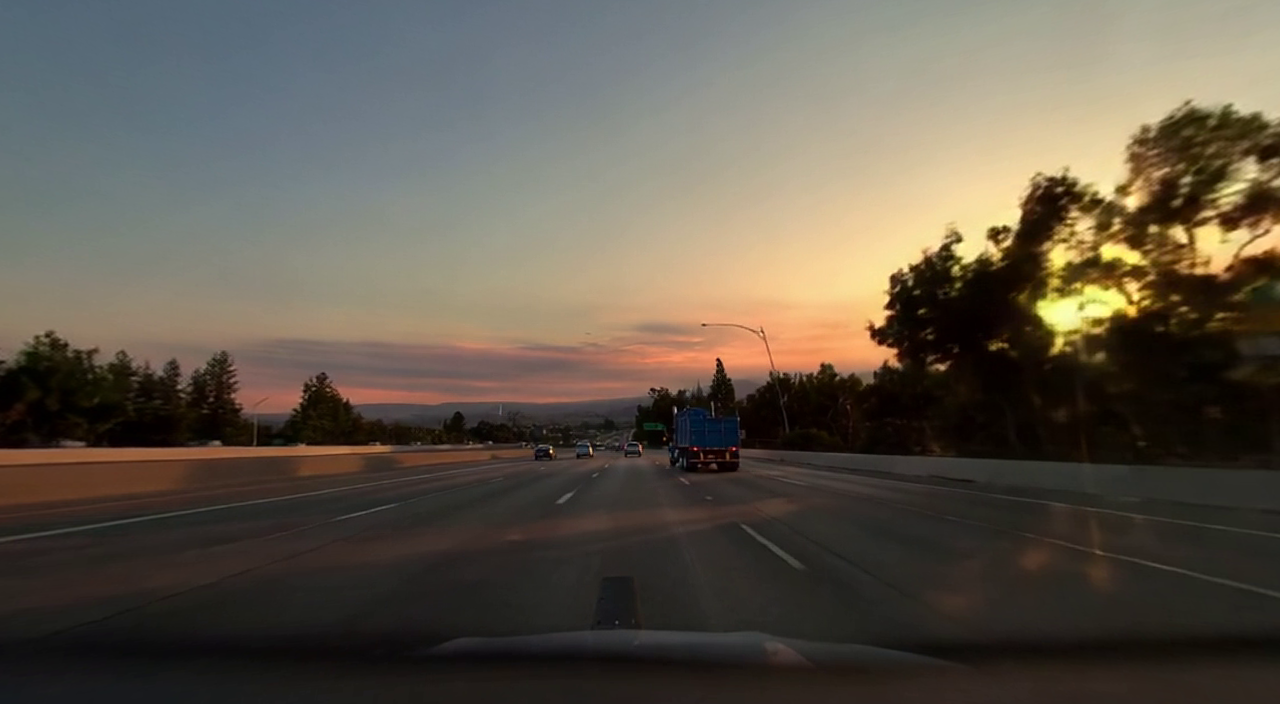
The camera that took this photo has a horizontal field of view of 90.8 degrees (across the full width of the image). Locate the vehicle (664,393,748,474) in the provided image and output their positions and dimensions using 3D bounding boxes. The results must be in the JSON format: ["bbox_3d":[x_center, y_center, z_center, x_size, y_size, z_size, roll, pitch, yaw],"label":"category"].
[{"bbox_3d":[3.147,4.464,33.754,2.966,3.586,10.563,0,-9,-2],"label":"vehicle"}]
